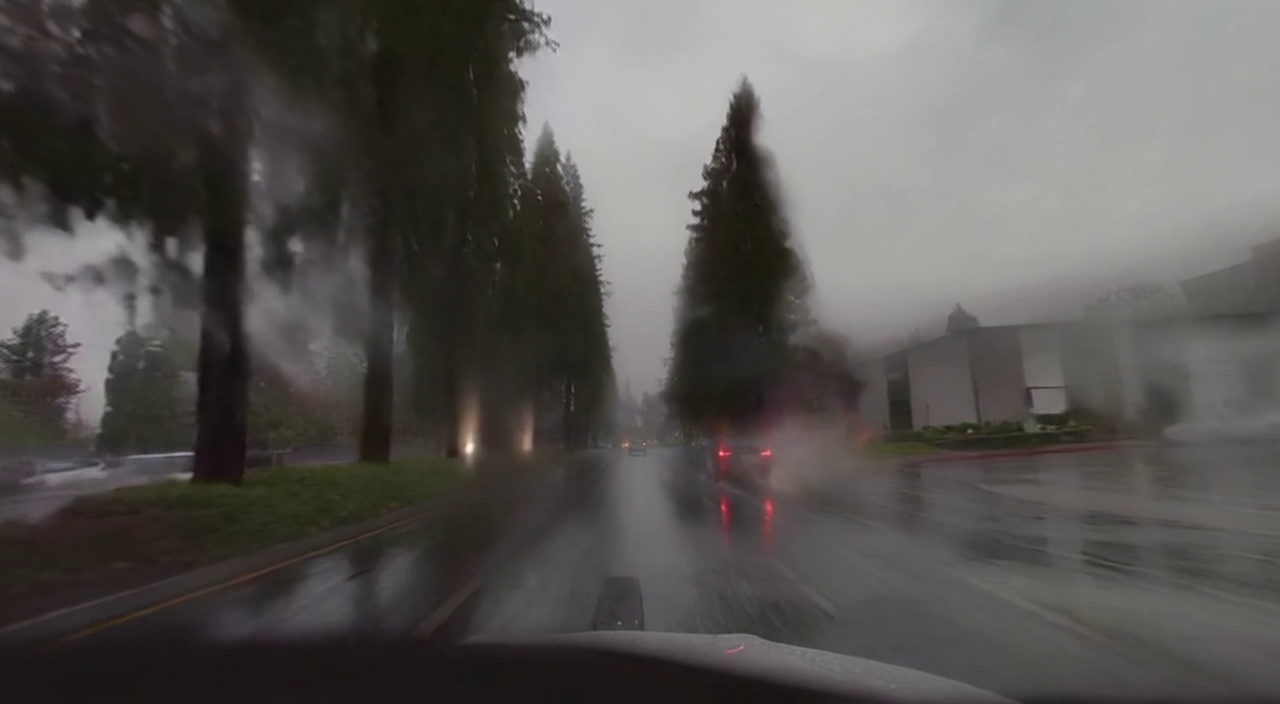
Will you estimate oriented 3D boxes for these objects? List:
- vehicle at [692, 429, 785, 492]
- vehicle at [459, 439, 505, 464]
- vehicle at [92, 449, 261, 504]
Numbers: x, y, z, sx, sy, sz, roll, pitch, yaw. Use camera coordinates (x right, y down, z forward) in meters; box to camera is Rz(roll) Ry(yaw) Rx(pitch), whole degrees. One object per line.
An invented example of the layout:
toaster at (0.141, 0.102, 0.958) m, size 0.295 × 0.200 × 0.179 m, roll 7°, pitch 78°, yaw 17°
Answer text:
vehicle at (2.826, 3.244, 19.095) m, size 2.022 × 1.656 × 4.025 m, roll -1°, pitch -9°, yaw -2°
vehicle at (-11.740, 7.434, 47.010) m, size 2.207 × 1.745 × 4.717 m, roll -1°, pitch -9°, yaw 0°
vehicle at (-14.288, 3.825, 19.837) m, size 1.862 × 1.485 × 4.611 m, roll -1°, pitch -9°, yaw -1°
